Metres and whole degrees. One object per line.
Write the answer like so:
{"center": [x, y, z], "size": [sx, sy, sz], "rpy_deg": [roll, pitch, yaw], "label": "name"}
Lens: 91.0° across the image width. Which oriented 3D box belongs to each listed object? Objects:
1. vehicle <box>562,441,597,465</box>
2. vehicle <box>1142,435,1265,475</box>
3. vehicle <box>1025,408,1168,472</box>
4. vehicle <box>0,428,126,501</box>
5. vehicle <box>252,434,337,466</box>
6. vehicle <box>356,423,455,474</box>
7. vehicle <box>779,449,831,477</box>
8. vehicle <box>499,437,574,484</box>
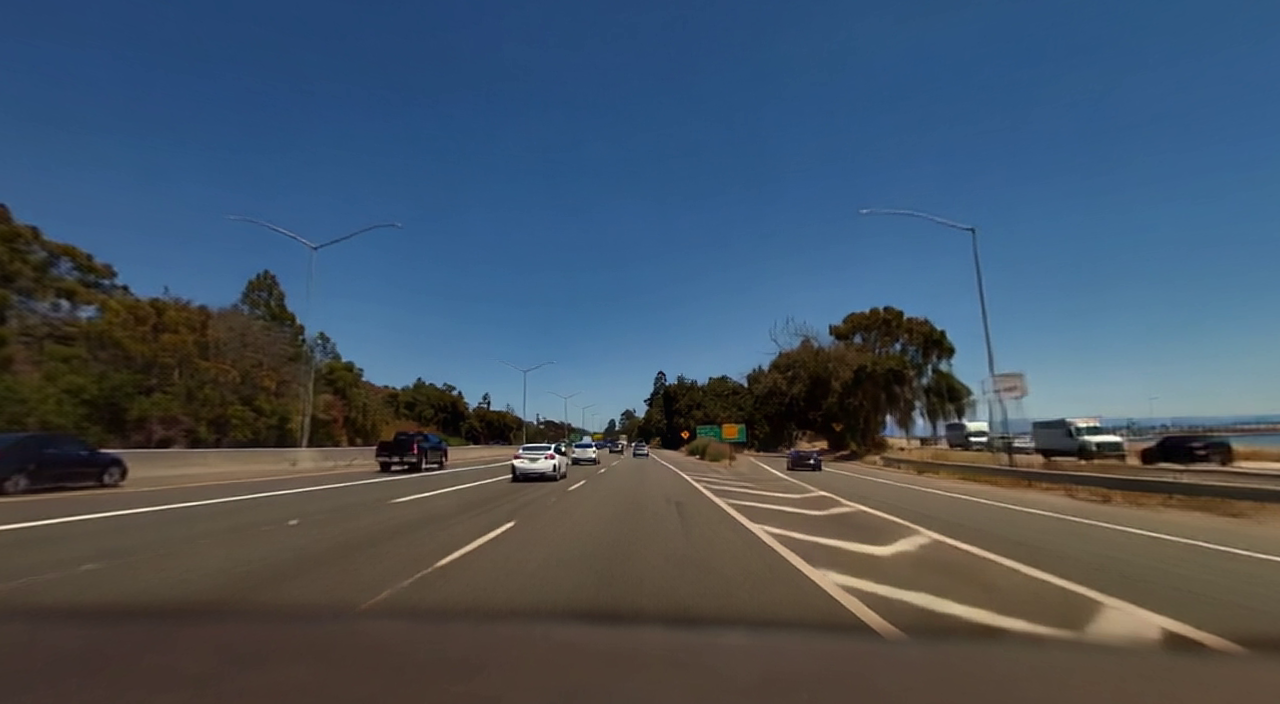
{"center": [-4.652, 7.865, 49.097], "size": [2.107, 1.787, 4.685], "rpy_deg": [0, -9, 3], "label": "vehicle"}
{"center": [26.031, 4.775, 29.340], "size": [1.914, 1.667, 4.648], "rpy_deg": [-1, -9, 9], "label": "vehicle"}
{"center": [28.023, 5.469, 39.467], "size": [3.151, 3.473, 9.484], "rpy_deg": [0, -8, 9], "label": "vehicle"}
{"center": [-14.646, 2.494, 14.154], "size": [2.050, 1.537, 4.768], "rpy_deg": [0, -9, 1], "label": "vehicle"}
{"center": [-20.553, 5.868, 37.782], "size": [2.114, 1.715, 5.227], "rpy_deg": [0, -9, 0], "label": "vehicle"}
{"center": [-11.095, 4.640, 30.354], "size": [2.442, 2.191, 5.760], "rpy_deg": [0, -9, 1], "label": "vehicle"}
{"center": [9.636, 6.506, 37.195], "size": [2.153, 1.510, 4.646], "rpy_deg": [0, -9, 4], "label": "vehicle"}
{"center": [-4.055, 4.318, 25.436], "size": [2.132, 1.708, 4.571], "rpy_deg": [0, -9, 2], "label": "vehicle"}
